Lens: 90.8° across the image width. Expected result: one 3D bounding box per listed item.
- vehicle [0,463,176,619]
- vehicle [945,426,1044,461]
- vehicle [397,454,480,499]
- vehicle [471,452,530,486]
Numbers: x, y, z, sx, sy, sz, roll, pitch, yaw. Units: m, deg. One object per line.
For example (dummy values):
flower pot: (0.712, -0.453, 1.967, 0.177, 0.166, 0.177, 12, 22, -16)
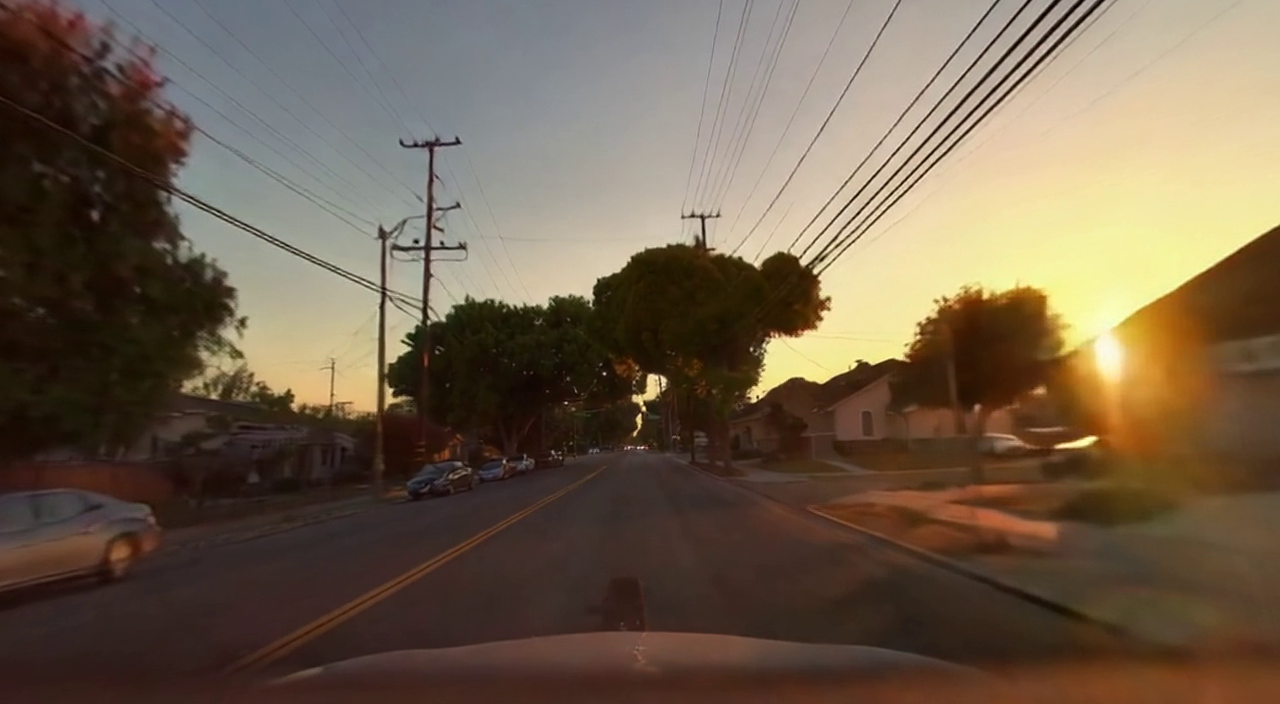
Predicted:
vehicle: (-7.181, 2.025, 6.289, 1.869, 1.442, 4.344, -9, -9, -1)
vehicle: (17.226, 4.485, 31.062, 1.883, 1.498, 5.152, -2, -8, 0)
vehicle: (-7.667, 4.749, 24.444, 1.949, 1.512, 3.818, 0, -9, -1)
vehicle: (-7.526, 6.337, 34.539, 1.839, 1.494, 4.757, -8, -9, 2)
